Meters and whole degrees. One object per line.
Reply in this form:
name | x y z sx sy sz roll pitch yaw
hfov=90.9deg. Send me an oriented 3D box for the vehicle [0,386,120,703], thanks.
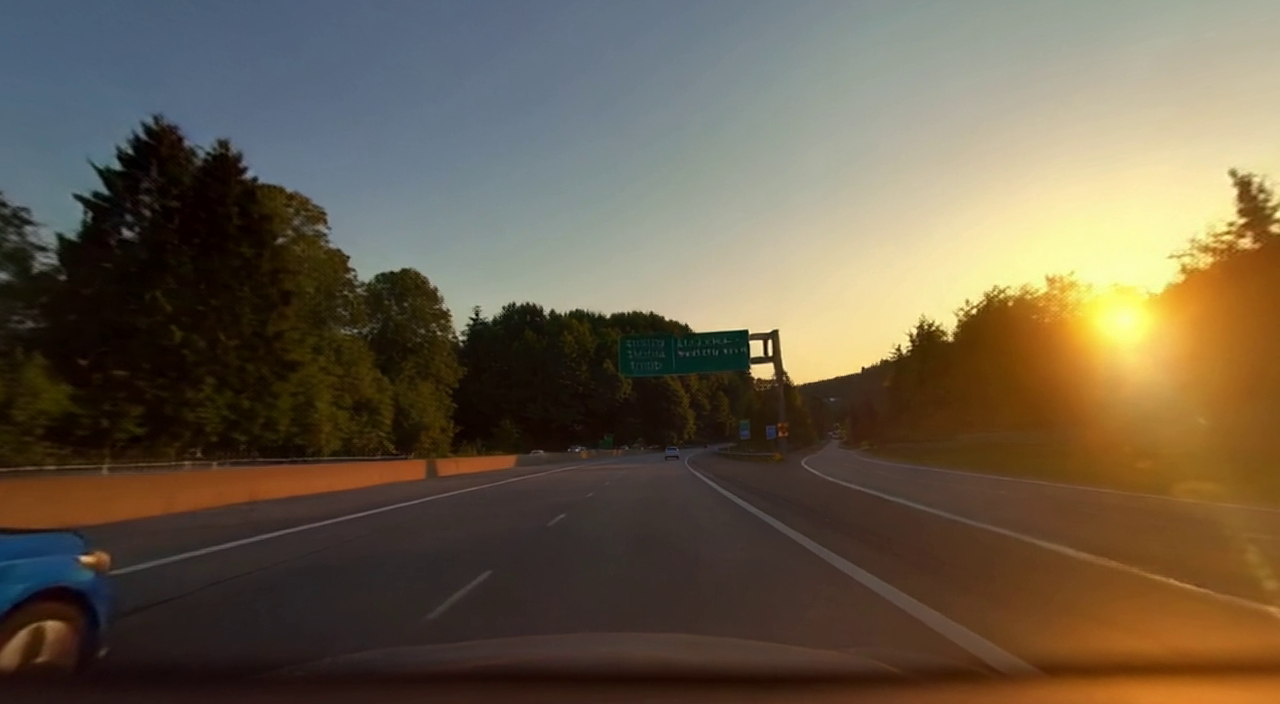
vehicle | -3.555 0.655 0.769 2.108 1.557 4.344 0 -9 0
